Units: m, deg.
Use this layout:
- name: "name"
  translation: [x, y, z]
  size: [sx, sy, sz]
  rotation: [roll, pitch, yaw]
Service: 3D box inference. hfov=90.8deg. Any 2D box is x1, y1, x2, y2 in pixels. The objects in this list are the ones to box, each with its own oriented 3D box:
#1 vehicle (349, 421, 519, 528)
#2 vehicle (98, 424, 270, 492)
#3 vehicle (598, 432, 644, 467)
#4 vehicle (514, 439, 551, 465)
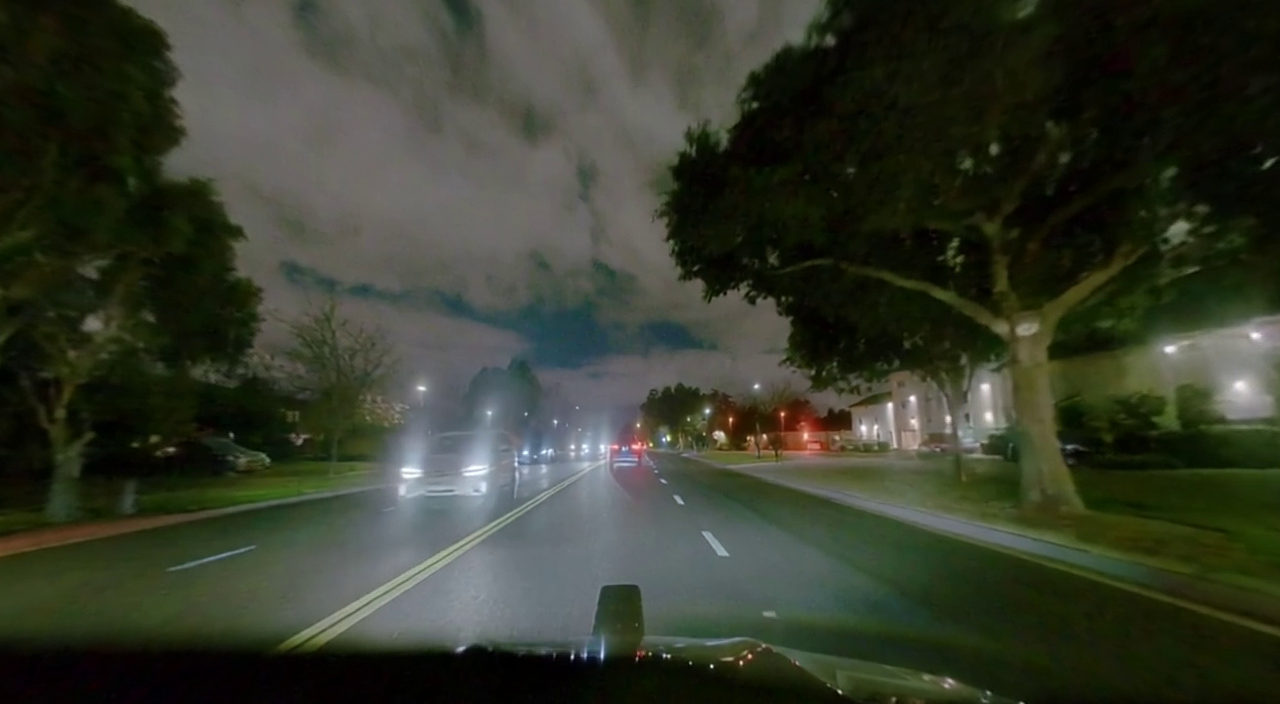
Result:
- name: "vehicle"
  translation: [-3.921, 2.405, 12.980]
  size: [2.037, 1.724, 4.512]
  rotation: [-2, -8, -1]
- name: "vehicle"
  translation: [-15.956, 3.737, 22.643]
  size: [2.385, 2.081, 5.237]
  rotation: [0, -8, -3]
- name: "vehicle"
  translation: [-1.028, 5.828, 37.943]
  size: [2.554, 1.902, 5.329]
  rotation: [0, -8, 0]
- name: "vehicle"
  translation: [-8.136, 7.637, 48.230]
  size: [1.978, 1.744, 4.301]
  rotation: [-4, -9, 0]
